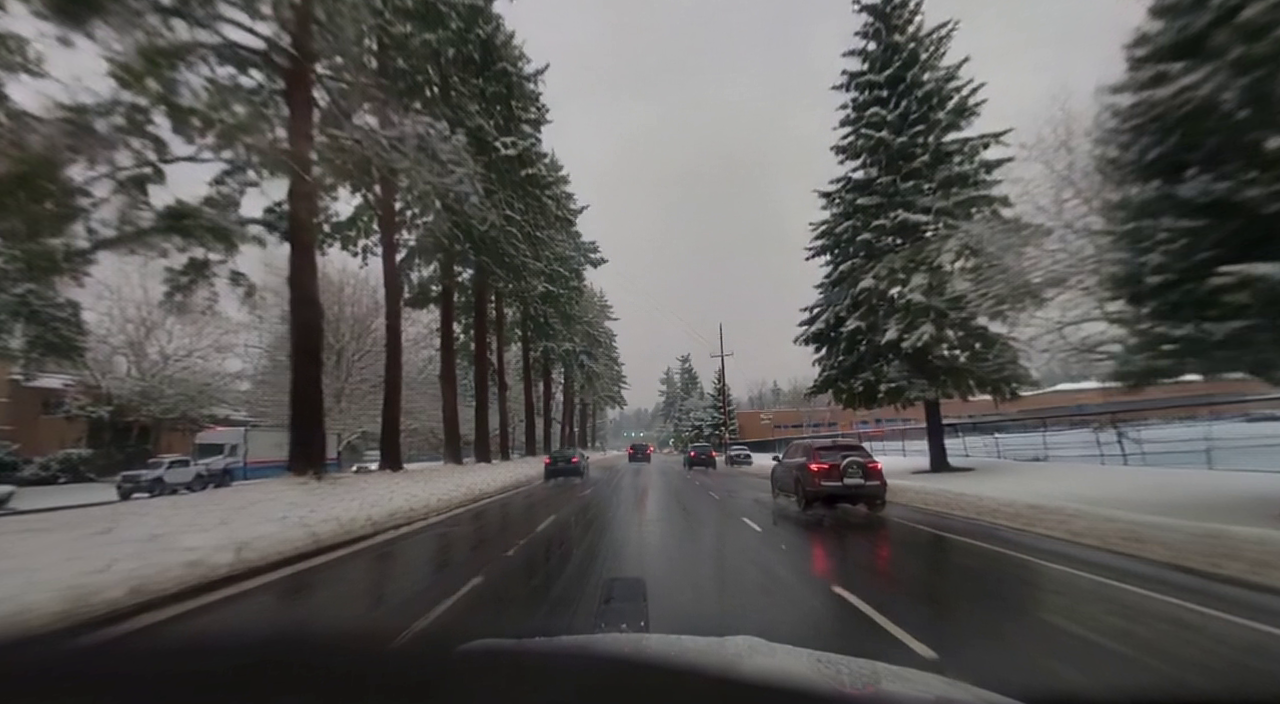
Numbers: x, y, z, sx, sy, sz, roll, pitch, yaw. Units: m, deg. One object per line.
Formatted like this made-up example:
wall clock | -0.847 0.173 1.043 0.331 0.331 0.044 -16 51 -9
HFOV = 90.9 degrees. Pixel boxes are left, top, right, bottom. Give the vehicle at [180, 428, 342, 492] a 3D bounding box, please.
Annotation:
vehicle | -22.392 6.464 38.452 2.816 3.267 11.356 0 -9 0

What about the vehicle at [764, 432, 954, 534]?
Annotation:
vehicle | 3.667 2.265 11.501 1.919 1.502 4.232 0 -9 0

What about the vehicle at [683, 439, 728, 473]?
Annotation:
vehicle | 3.551 5.755 35.045 1.980 1.709 4.367 0 -9 -1

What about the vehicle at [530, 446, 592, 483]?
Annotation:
vehicle | -3.146 4.577 25.923 2.013 1.354 3.908 0 -9 0

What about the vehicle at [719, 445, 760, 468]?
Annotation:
vehicle | 6.968 7.364 44.712 2.040 1.509 4.618 0 -9 -2

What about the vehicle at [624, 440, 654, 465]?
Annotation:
vehicle | -0.128 7.863 49.304 2.247 1.882 4.603 0 -9 -1

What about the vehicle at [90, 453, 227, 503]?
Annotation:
vehicle | -22.294 5.819 29.590 2.159 1.908 5.564 -2 -8 -1
